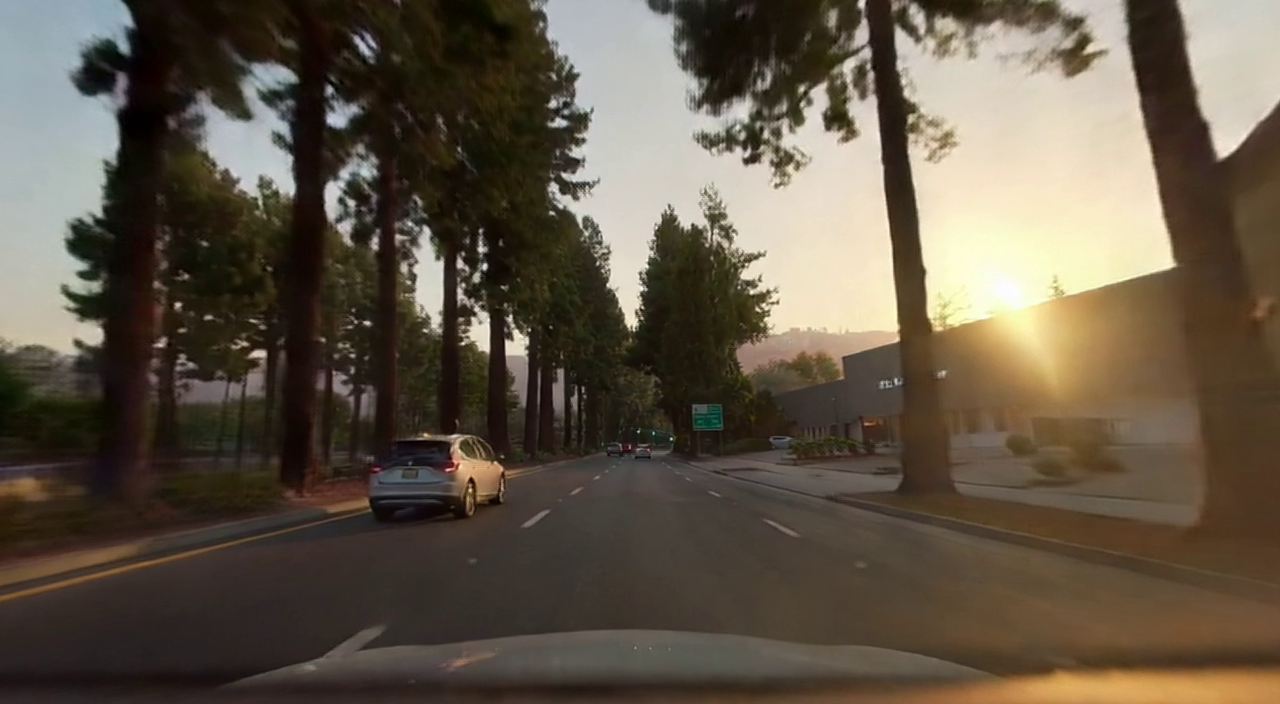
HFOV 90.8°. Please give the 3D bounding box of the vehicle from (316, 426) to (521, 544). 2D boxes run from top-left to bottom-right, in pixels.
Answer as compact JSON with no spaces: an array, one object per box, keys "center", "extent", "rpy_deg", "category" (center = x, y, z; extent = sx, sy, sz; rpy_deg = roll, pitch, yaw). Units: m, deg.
[{"center":[-3.410,2.128,10.732],"extent":[1.942,1.588,4.172],"rpy_deg":[0,-9,0],"category":"vehicle"}]
